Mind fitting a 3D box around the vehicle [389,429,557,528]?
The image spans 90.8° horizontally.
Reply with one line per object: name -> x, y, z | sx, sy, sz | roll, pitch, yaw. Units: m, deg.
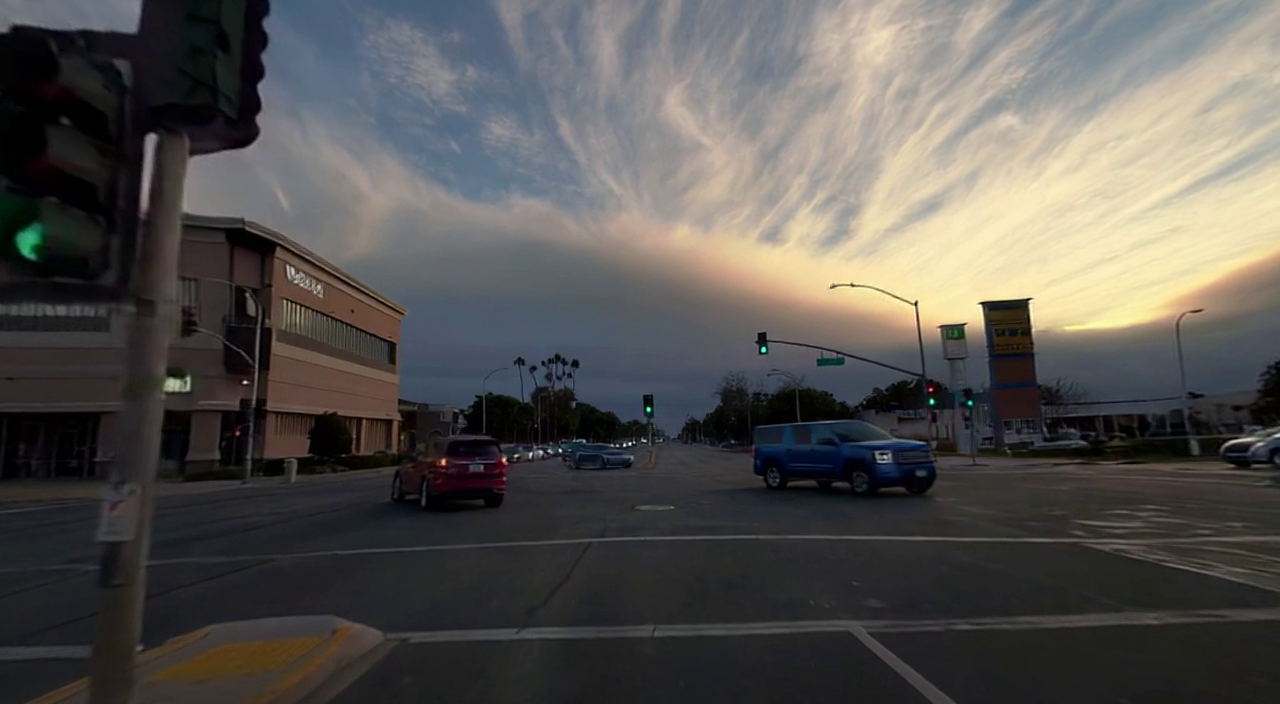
vehicle -> -3.829, 2.656, 13.917 | 2.238, 1.762, 4.445 | 5, -10, -32

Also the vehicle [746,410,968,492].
vehicle -> 6.701, 3.114, 20.068 | 5.960, 2.200, 2.708 | -8, -11, 41

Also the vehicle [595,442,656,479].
vehicle -> -0.801, 5.127, 30.133 | 2.142, 1.607, 4.733 | 1, -9, -11
